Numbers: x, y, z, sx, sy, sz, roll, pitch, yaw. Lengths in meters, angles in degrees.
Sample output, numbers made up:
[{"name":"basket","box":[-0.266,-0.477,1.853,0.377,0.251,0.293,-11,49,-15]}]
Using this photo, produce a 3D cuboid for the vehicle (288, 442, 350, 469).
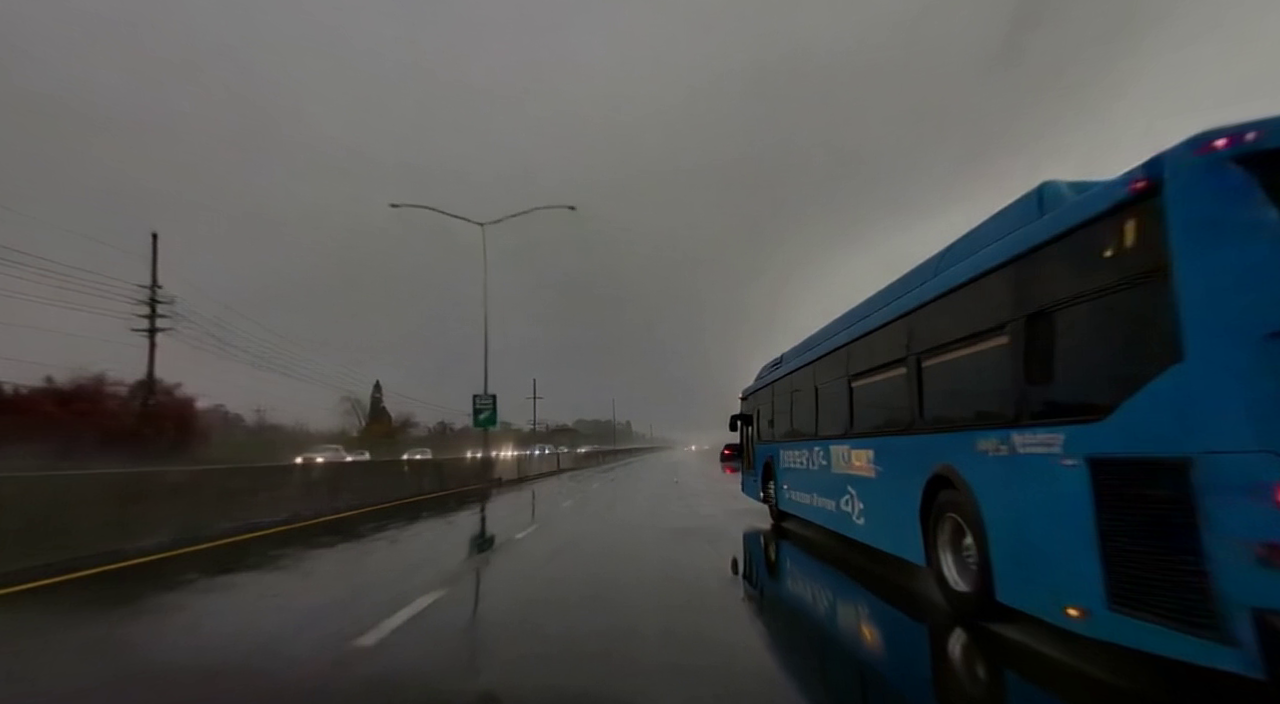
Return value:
[{"name":"vehicle","box":[-24.926,8.011,49.271,2.012,1.973,4.871,-1,-9,3]}]

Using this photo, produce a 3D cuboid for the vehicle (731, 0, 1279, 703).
[{"name":"vehicle","box":[3.963,0.946,9.532,3.144,3.580,14.591,0,-9,0]}]
